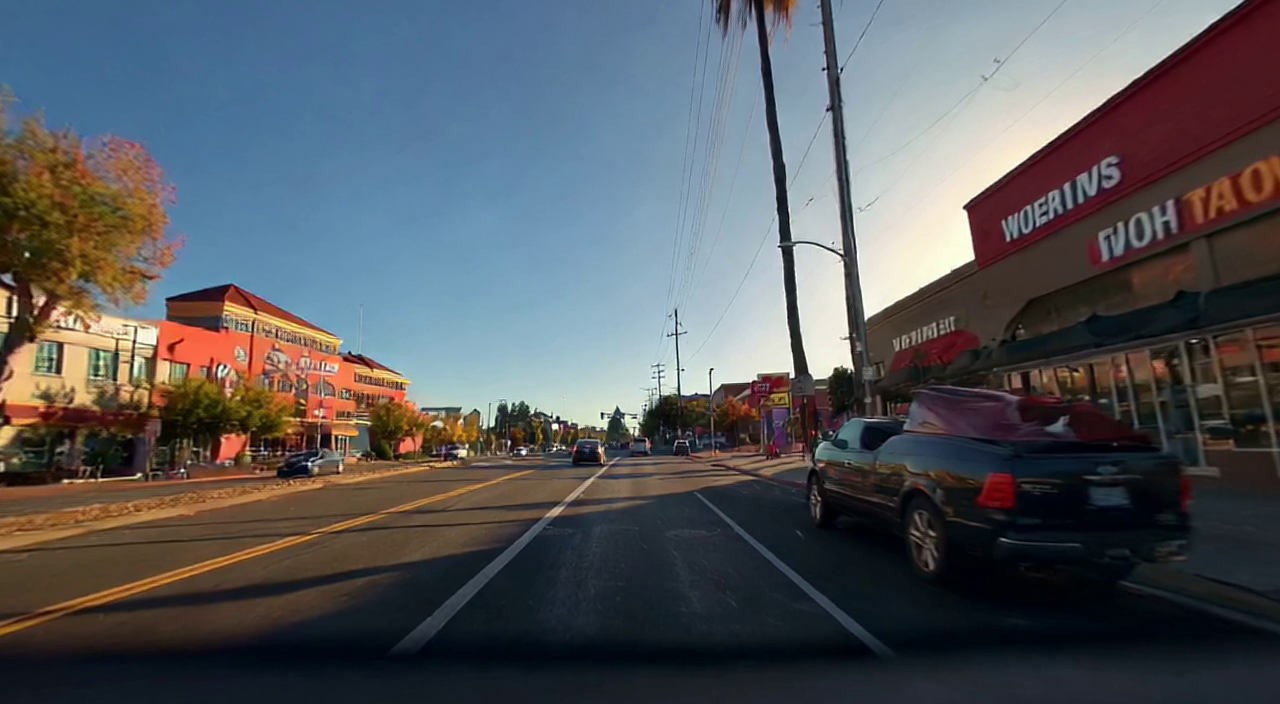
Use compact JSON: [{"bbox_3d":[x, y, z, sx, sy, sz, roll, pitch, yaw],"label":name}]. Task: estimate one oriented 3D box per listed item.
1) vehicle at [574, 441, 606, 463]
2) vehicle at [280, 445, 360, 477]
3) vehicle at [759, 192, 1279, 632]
[{"bbox_3d":[-3.724,7.532,47.690,2.179,1.490,4.742,0,-9,-2],"label":"vehicle"},{"bbox_3d":[-18.509,6.309,36.806,2.144,1.725,4.716,0,-9,0],"label":"vehicle"},{"bbox_3d":[3.875,0.931,8.392,3.089,3.207,7.611,0,-9,0],"label":"vehicle"}]
